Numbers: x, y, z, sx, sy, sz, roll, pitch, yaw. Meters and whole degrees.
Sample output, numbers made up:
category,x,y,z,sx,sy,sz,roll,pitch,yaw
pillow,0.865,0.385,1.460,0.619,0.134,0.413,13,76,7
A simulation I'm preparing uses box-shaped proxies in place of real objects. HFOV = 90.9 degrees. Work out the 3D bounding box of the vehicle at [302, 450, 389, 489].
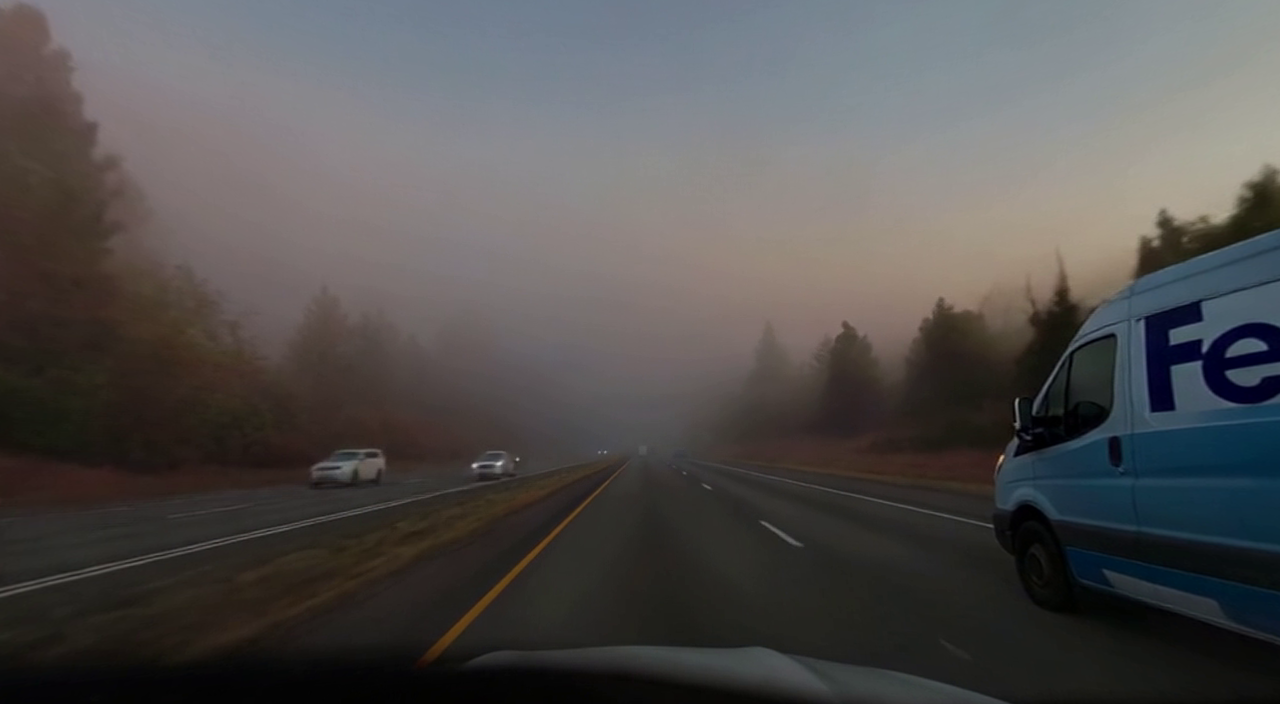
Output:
category,x,y,z,sx,sy,sz,roll,pitch,yaw
vehicle,-12.526,4.986,27.071,1.839,1.475,3.821,-1,-9,1

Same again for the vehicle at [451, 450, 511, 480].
category,x,y,z,sx,sy,sz,roll,pitch,yaw
vehicle,-8.533,6.081,34.204,2.050,1.462,4.387,0,-9,1

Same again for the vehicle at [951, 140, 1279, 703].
category,x,y,z,sx,sy,sz,roll,pitch,yaw
vehicle,3.925,0.333,2.141,2.522,2.556,6.180,0,-9,0
